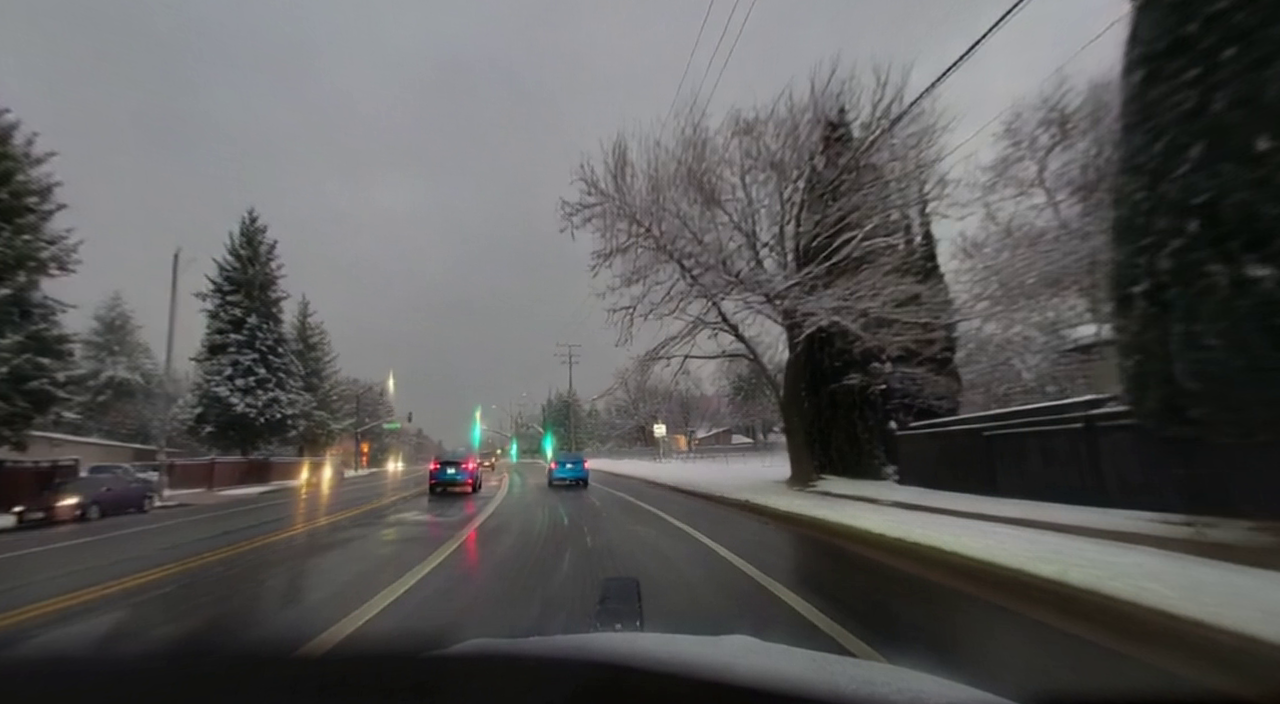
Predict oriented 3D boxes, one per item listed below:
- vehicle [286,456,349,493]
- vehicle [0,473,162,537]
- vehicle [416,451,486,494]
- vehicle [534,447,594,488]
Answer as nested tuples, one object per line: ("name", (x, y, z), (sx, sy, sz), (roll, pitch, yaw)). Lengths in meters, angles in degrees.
("vehicle", (-20.832, 7.897, 41.068), (2.094, 2.000, 5.603), (2, -8, -11))
("vehicle", (-16.548, 4.385, 18.600), (1.944, 1.458, 4.549), (1, -9, -9))
("vehicle", (-7.015, 4.482, 23.899), (1.913, 1.425, 4.235), (1, -9, -8))
("vehicle", (-3.207, 4.706, 26.012), (2.168, 1.504, 4.284), (2, -9, -10))
